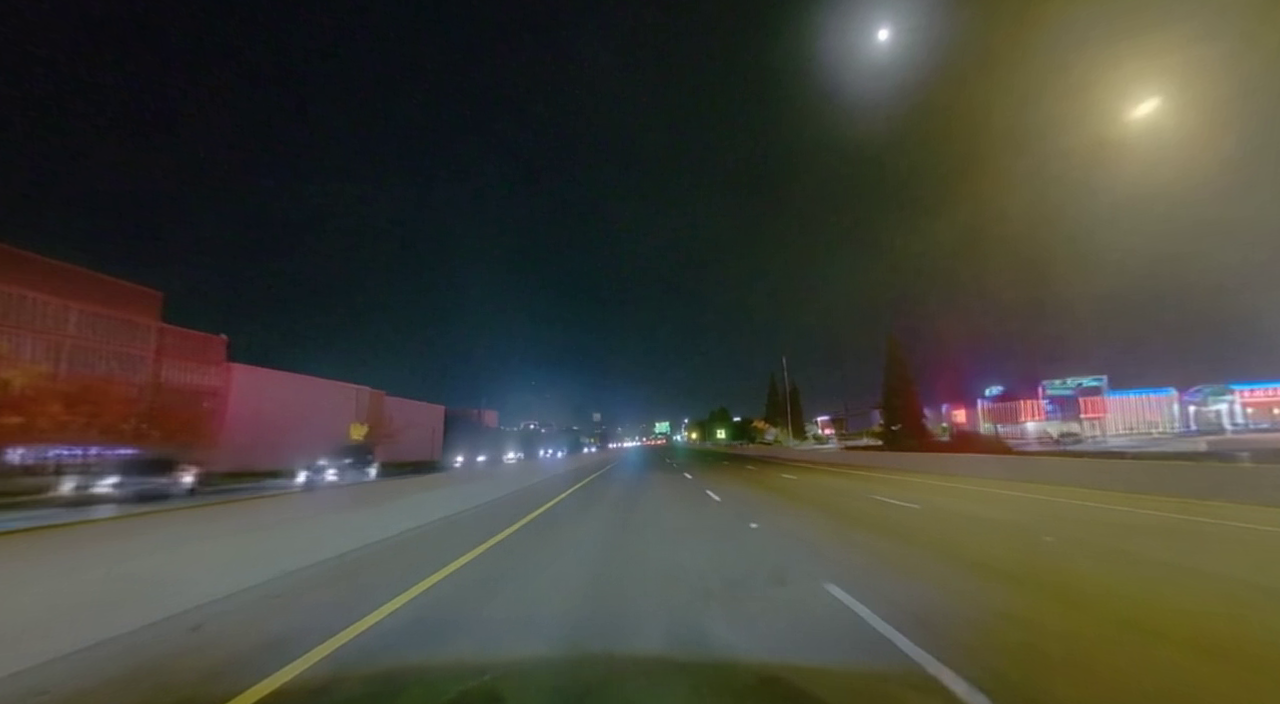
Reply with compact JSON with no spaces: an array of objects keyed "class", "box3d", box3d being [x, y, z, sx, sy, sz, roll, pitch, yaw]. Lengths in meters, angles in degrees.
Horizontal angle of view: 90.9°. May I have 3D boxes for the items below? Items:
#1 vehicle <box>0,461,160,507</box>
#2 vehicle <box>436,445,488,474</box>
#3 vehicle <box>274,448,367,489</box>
[{"class":"vehicle","box3d":[-21.760,5.114,24.835,1.920,1.486,4.746,0,-8,1]},{"class":"vehicle","box3d":[-10.413,6.297,37.216,1.853,1.614,4.047,0,-8,1]},{"class":"vehicle","box3d":[-14.345,5.216,28.638,1.900,1.675,4.302,0,-8,1]}]
